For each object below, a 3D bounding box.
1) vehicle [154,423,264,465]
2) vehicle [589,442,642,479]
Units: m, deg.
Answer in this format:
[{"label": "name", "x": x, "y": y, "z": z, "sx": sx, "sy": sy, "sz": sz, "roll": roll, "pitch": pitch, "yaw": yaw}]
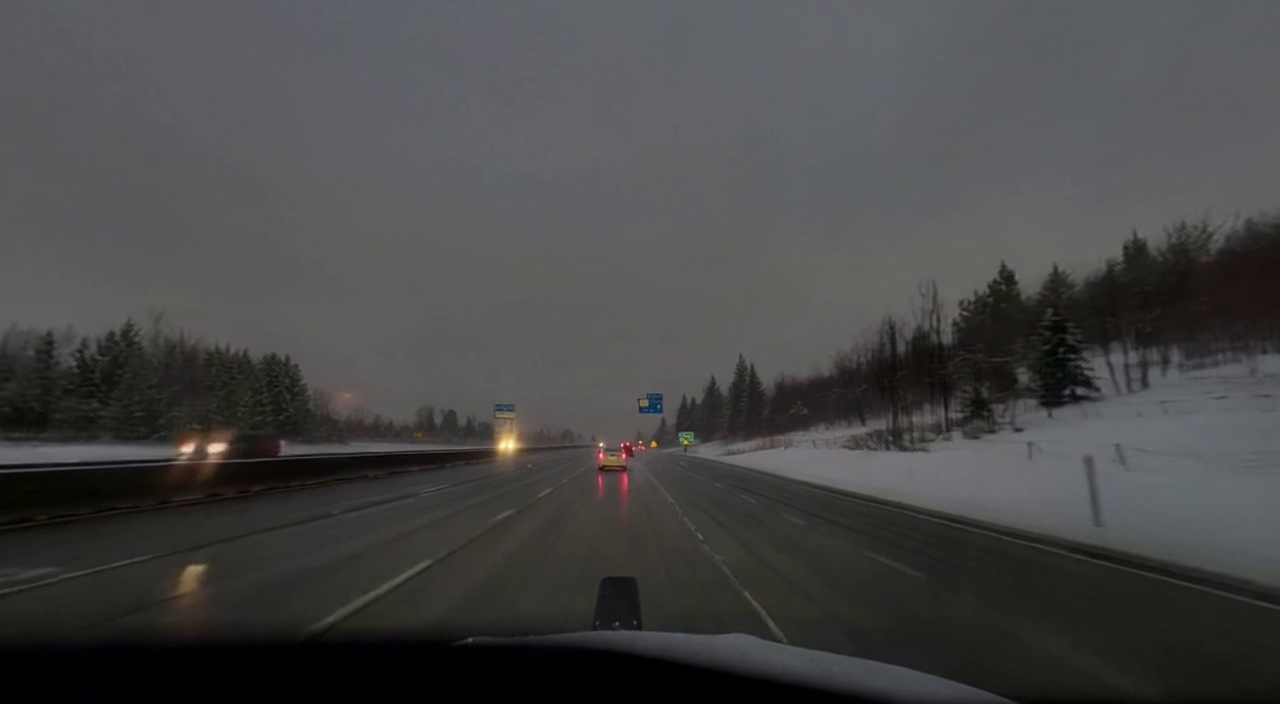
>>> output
[{"label": "vehicle", "x": -21.773, "y": 4.700, "z": 31.969, "sx": 2.154, "sy": 1.972, "sz": 5.009, "roll": 0, "pitch": -9, "yaw": -2}, {"label": "vehicle", "x": -1.016, "y": 4.840, "z": 28.207, "sx": 2.055, "sy": 1.509, "sz": 4.255, "roll": -1, "pitch": -9, "yaw": 2}]
